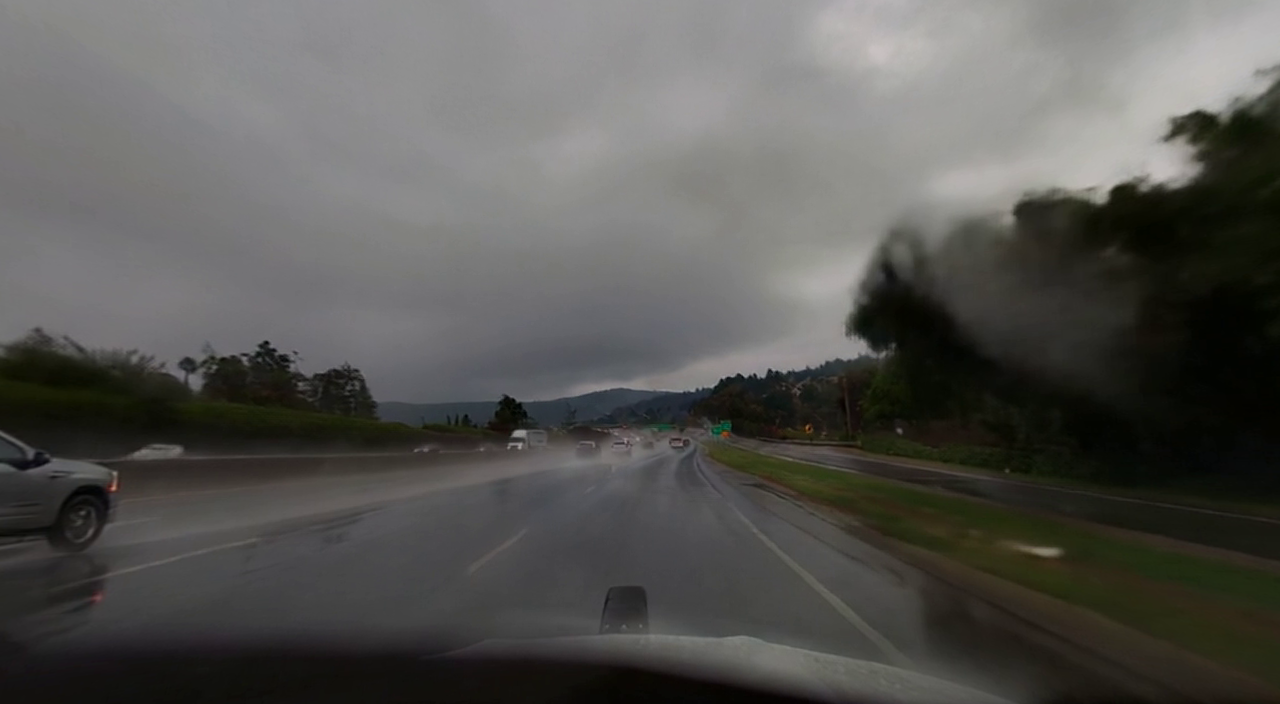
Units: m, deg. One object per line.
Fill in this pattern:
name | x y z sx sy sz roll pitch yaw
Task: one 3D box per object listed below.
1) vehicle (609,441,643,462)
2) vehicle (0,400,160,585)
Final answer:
vehicle | -1.015 7.557 48.126 2.112 1.489 4.266 -1 -8 5
vehicle | -6.686 1.157 4.971 1.923 1.630 4.857 0 -8 1
